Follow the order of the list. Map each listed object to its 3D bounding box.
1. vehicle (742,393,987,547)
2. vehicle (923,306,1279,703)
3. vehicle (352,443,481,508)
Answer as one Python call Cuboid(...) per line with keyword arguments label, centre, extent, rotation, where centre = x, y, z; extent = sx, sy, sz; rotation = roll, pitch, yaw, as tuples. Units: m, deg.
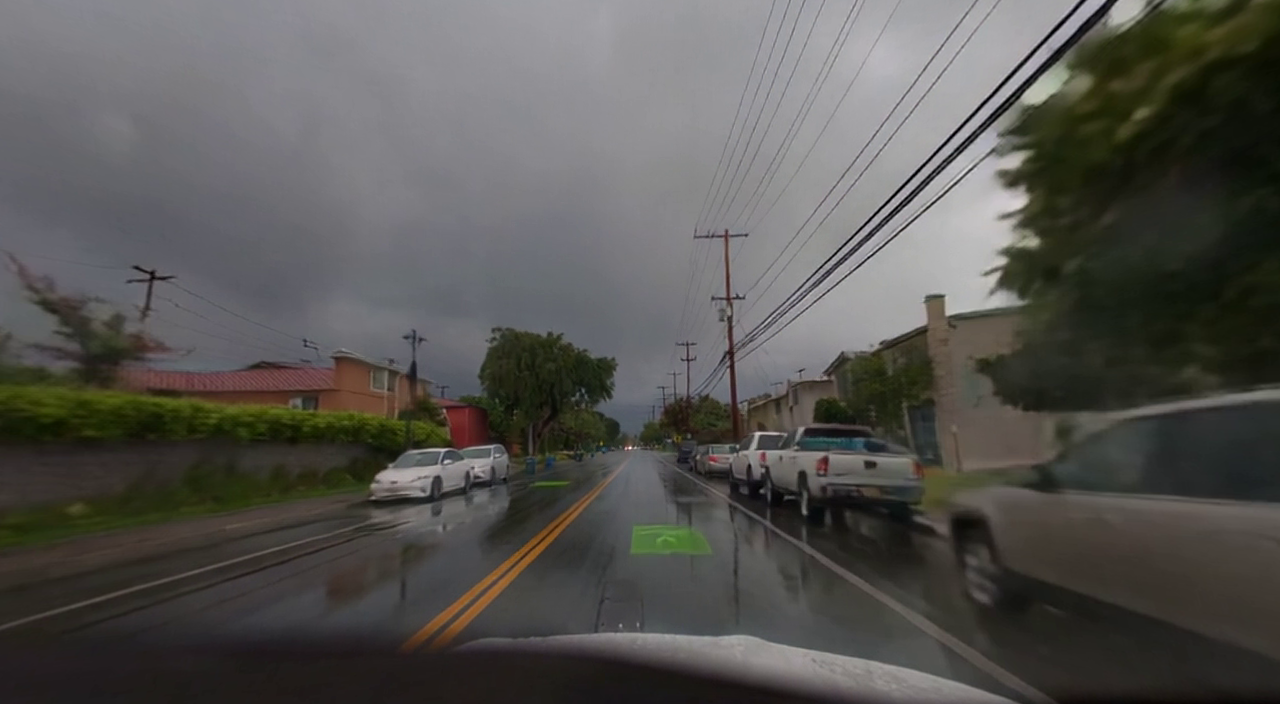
Cuboid(label="vehicle", centre=(3.480, 2.007, 11.387), extent=(2.407, 2.069, 5.577), rotation=(0, -8, 1))
Cuboid(label="vehicle", centre=(3.392, 0.819, 2.674), extent=(2.142, 1.840, 4.771), rotation=(0, -8, 0))
Cuboid(label="vehicle", centre=(-6.442, 3.583, 18.909), extent=(2.084, 1.573, 4.599), rotation=(-2, -7, 2))
